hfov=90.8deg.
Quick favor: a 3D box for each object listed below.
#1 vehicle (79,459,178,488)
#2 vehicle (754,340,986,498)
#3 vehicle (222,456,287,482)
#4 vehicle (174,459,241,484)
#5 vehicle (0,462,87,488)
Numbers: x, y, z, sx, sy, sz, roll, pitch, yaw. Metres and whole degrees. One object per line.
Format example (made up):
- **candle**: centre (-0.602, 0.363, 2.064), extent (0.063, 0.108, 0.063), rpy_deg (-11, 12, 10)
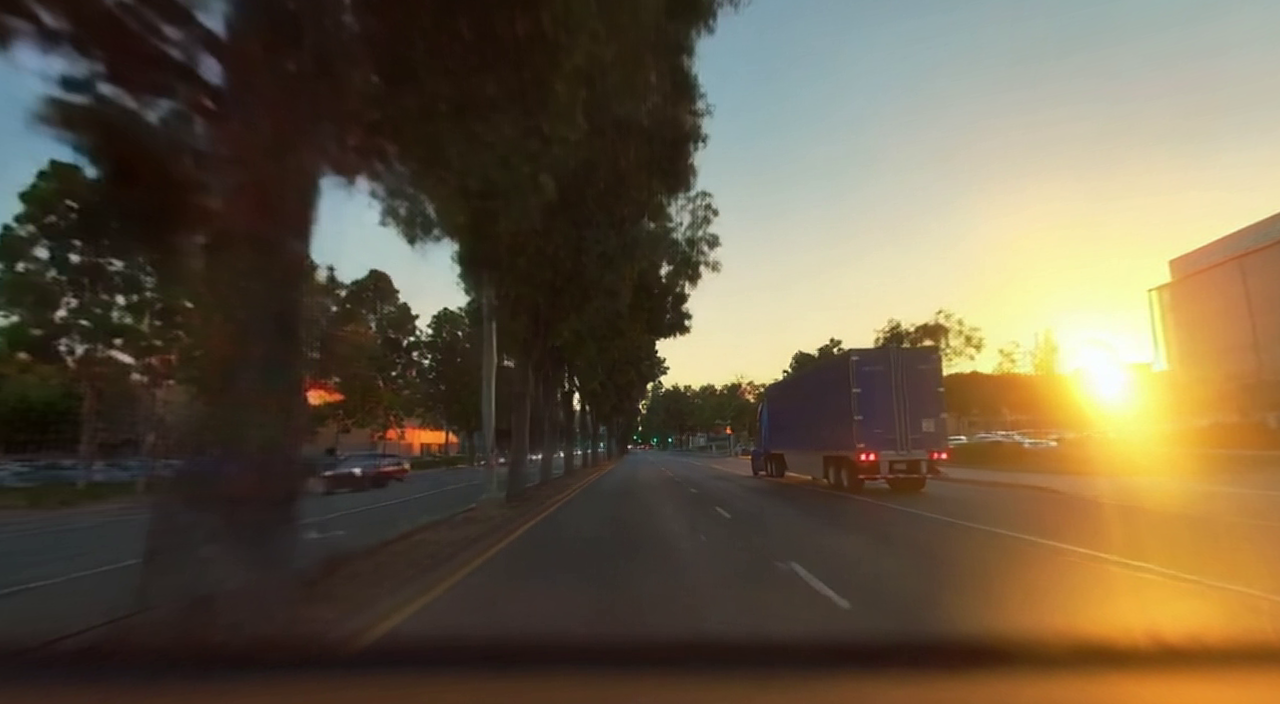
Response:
- **vehicle**: centre (-33.861, 8.023, 42.061), extent (2.008, 1.710, 5.515), rpy_deg (0, -9, 0)
- **vehicle**: centre (6.576, 2.445, 21.032), extent (3.120, 3.794, 11.510), rpy_deg (0, -9, -1)
- **vehicle**: centre (-30.304, 9.251, 49.897), extent (1.995, 1.773, 4.984), rpy_deg (-5, -10, 0)
- **vehicle**: centre (-33.888, 9.363, 49.675), extent (1.963, 1.756, 4.606), rpy_deg (0, -9, 0)
- **vehicle**: centre (-40.573, 8.243, 42.631), extent (1.968, 1.539, 4.802), rpy_deg (-1, -9, 4)
